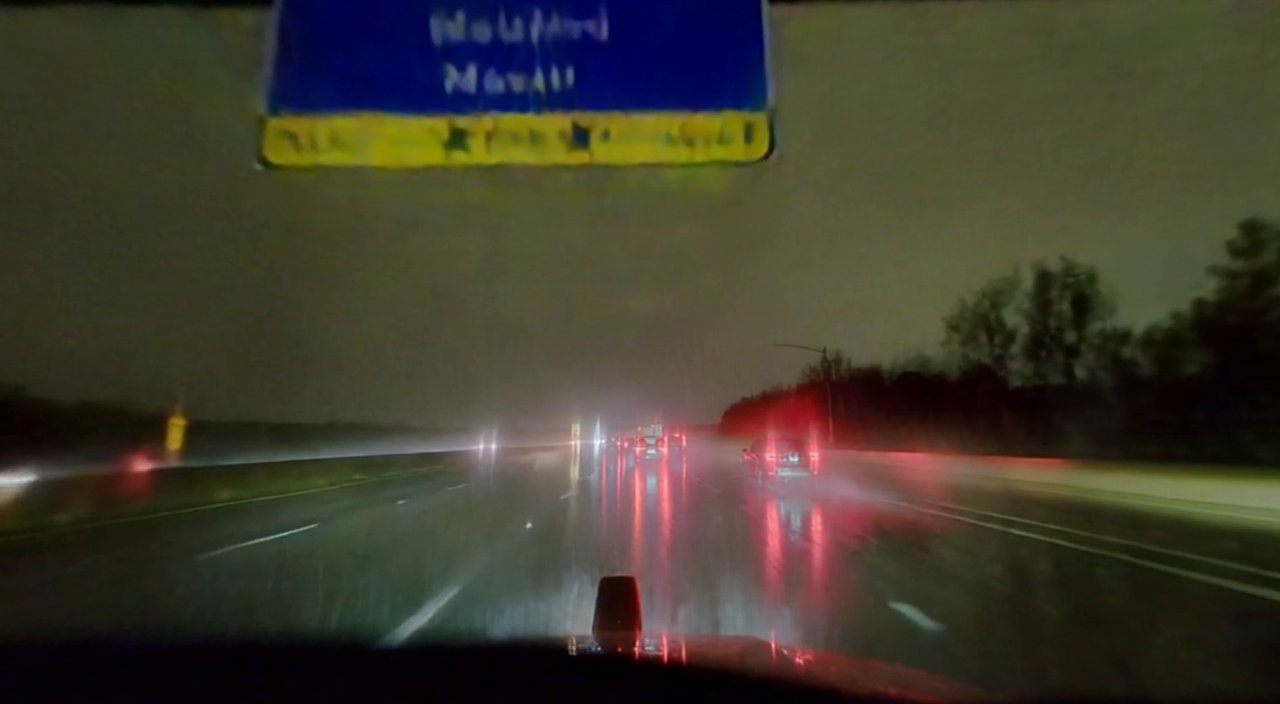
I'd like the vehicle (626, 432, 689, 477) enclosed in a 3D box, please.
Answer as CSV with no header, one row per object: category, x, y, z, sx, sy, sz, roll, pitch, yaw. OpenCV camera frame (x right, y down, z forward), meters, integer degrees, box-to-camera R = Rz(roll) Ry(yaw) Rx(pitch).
vehicle,0.534,3.650,22.669,2.046,1.467,3.844,0,-8,-2
